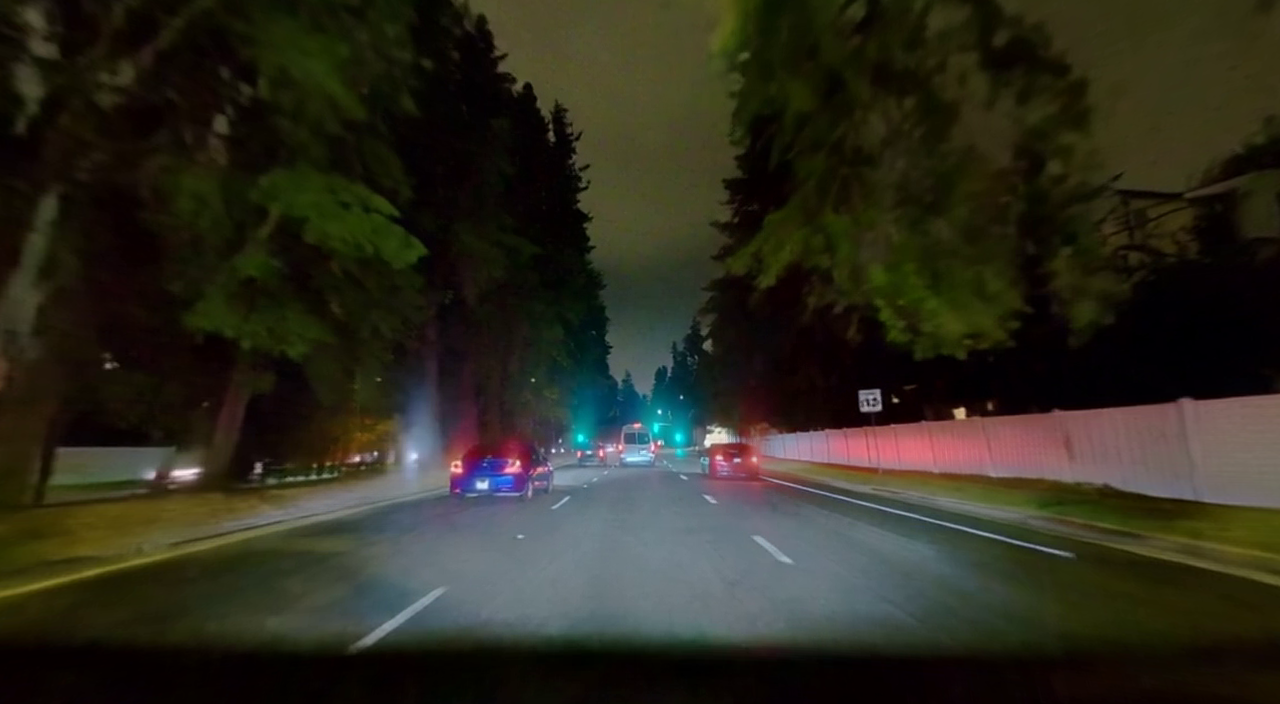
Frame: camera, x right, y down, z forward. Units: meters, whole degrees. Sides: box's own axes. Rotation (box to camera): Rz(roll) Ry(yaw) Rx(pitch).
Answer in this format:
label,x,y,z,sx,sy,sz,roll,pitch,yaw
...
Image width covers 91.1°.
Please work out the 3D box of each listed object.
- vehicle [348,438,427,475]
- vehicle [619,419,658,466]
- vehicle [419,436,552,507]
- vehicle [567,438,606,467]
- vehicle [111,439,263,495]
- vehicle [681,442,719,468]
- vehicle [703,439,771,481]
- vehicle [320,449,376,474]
label,x,y,z,sx,sy,sz,roll,pitch,yaw
vehicle,-13.906,5.792,34.980,2.105,1.877,5.373,0,-8,1
vehicle,-0.044,5.783,40.147,2.311,2.726,5.814,0,-8,1
vehicle,-3.586,2.860,15.627,2.036,1.474,4.647,0,-8,1
vehicle,-3.310,6.257,39.368,2.021,1.715,4.329,0,-8,1
vehicle,-17.468,4.421,24.634,2.129,1.952,5.079,0,-8,0
vehicle,3.812,6.596,40.441,1.905,1.520,4.340,1,-8,-1
vehicle,3.638,4.136,24.366,1.945,1.469,4.258,0,-8,0
vehicle,-21.299,7.976,45.958,1.944,1.695,4.412,0,-8,0
